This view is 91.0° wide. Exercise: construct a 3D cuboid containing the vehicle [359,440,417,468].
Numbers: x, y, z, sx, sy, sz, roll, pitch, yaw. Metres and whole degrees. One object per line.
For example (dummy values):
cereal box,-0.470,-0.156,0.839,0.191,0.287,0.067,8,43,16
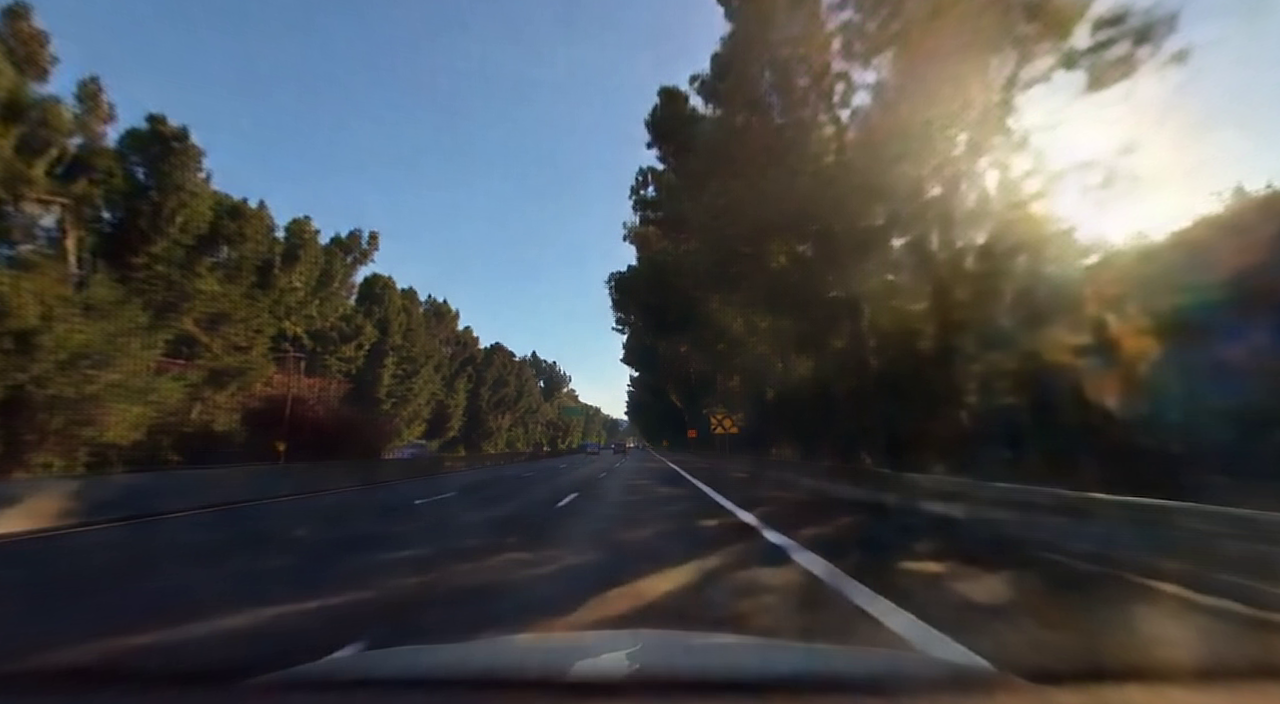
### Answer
vehicle,-17.797,7.228,44.733,2.020,1.845,4.972,0,-8,1
